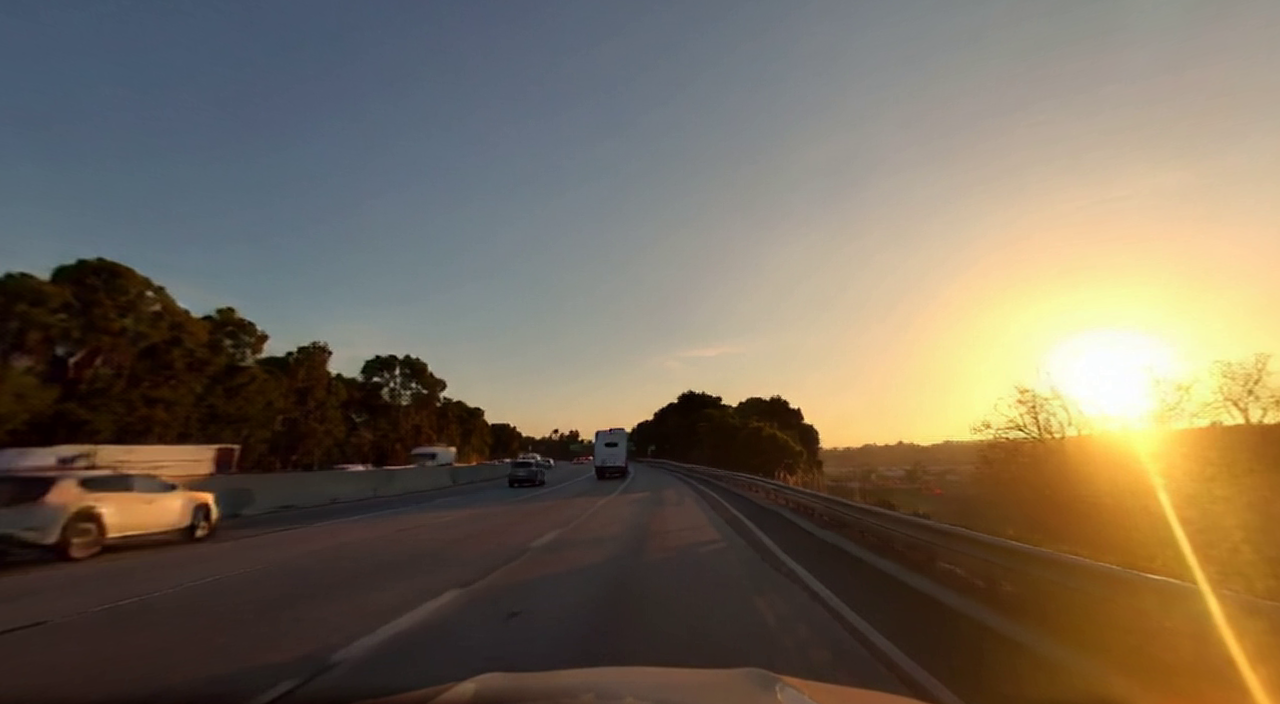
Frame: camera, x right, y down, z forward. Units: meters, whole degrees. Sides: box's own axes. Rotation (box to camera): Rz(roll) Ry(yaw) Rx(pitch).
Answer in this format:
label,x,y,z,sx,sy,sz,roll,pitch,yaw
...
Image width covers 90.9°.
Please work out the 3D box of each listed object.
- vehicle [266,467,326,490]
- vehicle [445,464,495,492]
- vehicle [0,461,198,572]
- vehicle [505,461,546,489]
label,x,y,z,sx,sy,sz,roll,pitch,yaw
vehicle,-26.708,9.818,49.086,1.854,1.500,4.763,0,-9,1
vehicle,-10.690,7.930,39.854,1.872,1.536,4.134,0,-9,2
vehicle,-11.627,3.122,12.601,2.005,1.774,4.610,-1,-9,3
vehicle,-6.784,7.295,37.504,1.778,1.560,3.030,0,-9,2
